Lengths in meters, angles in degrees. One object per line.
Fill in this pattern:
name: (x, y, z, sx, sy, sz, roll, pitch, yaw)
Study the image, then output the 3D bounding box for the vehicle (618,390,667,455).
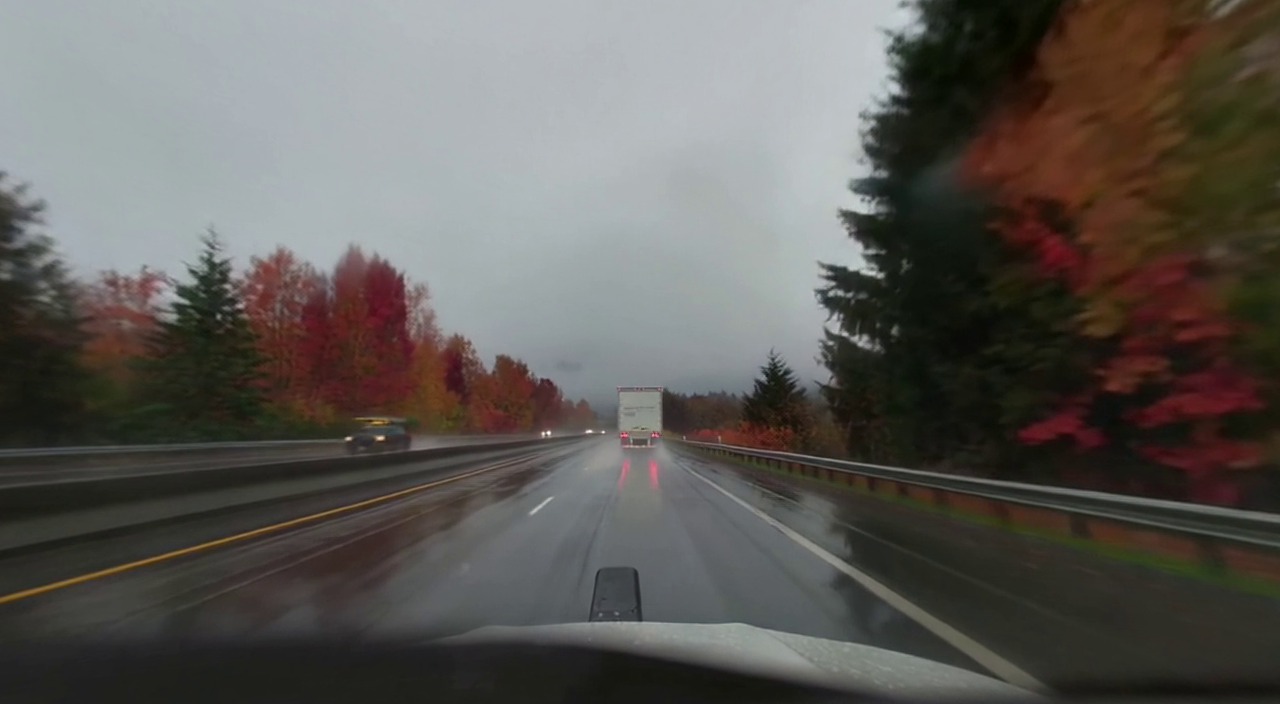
vehicle: (0.021, 5.113, 44.511, 3.013, 4.016, 11.496, 0, -8, -1)

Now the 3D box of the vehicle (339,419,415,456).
vehicle: (-14.987, 4.916, 36.137, 2.112, 1.931, 5.092, 0, -8, 0)
